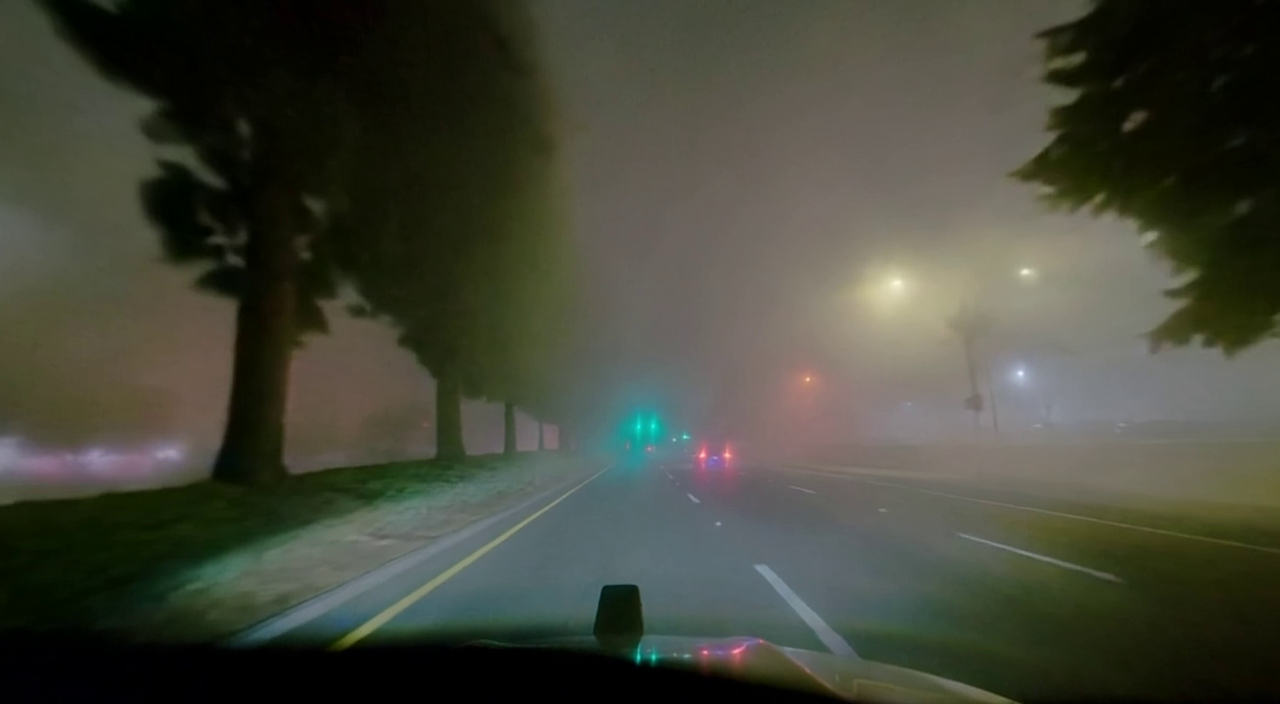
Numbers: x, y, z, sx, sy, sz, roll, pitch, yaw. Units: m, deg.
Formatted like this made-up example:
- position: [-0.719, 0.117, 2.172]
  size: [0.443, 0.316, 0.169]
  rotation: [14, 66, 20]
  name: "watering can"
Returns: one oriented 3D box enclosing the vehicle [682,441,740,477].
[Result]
- position: [3.110, 4.792, 28.561]
  size: [2.056, 1.483, 4.091]
  rotation: [0, -8, -1]
  name: "vehicle"
